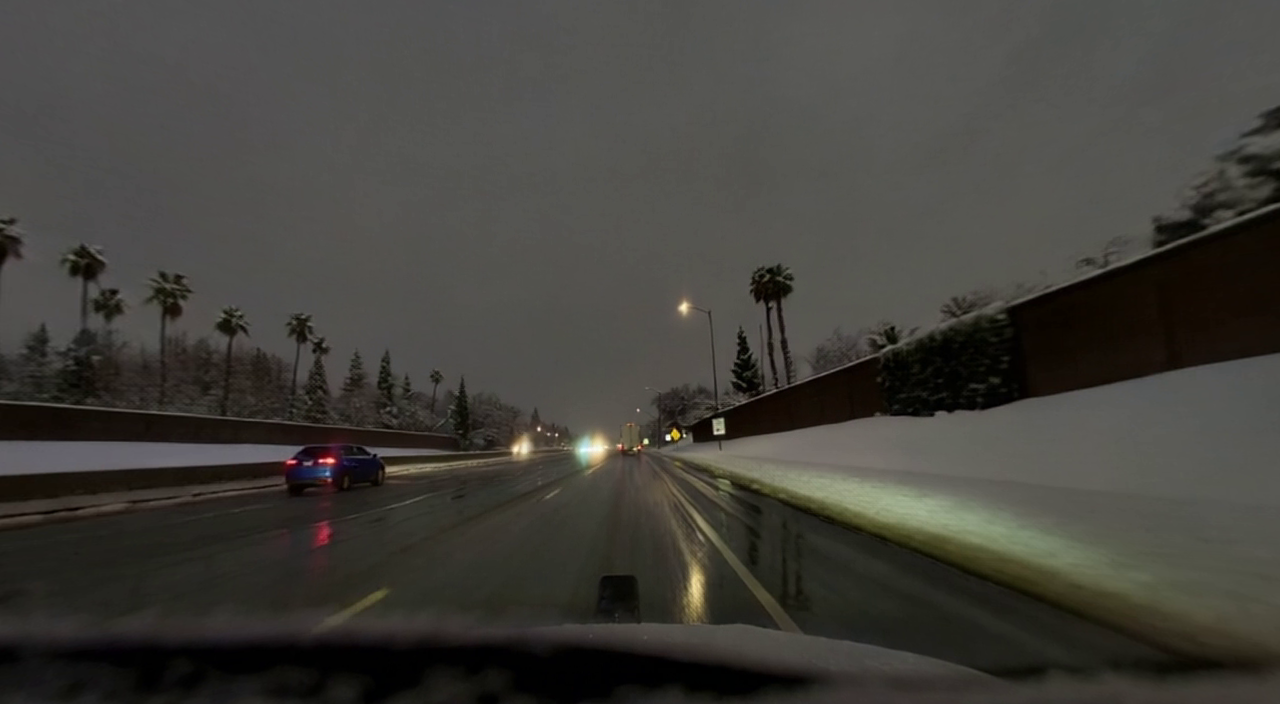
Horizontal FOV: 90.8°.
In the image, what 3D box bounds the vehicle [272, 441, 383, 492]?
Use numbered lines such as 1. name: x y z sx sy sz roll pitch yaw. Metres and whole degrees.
1. vehicle: -11.070 4.062 22.746 1.897 1.653 4.113 0 -9 -1
